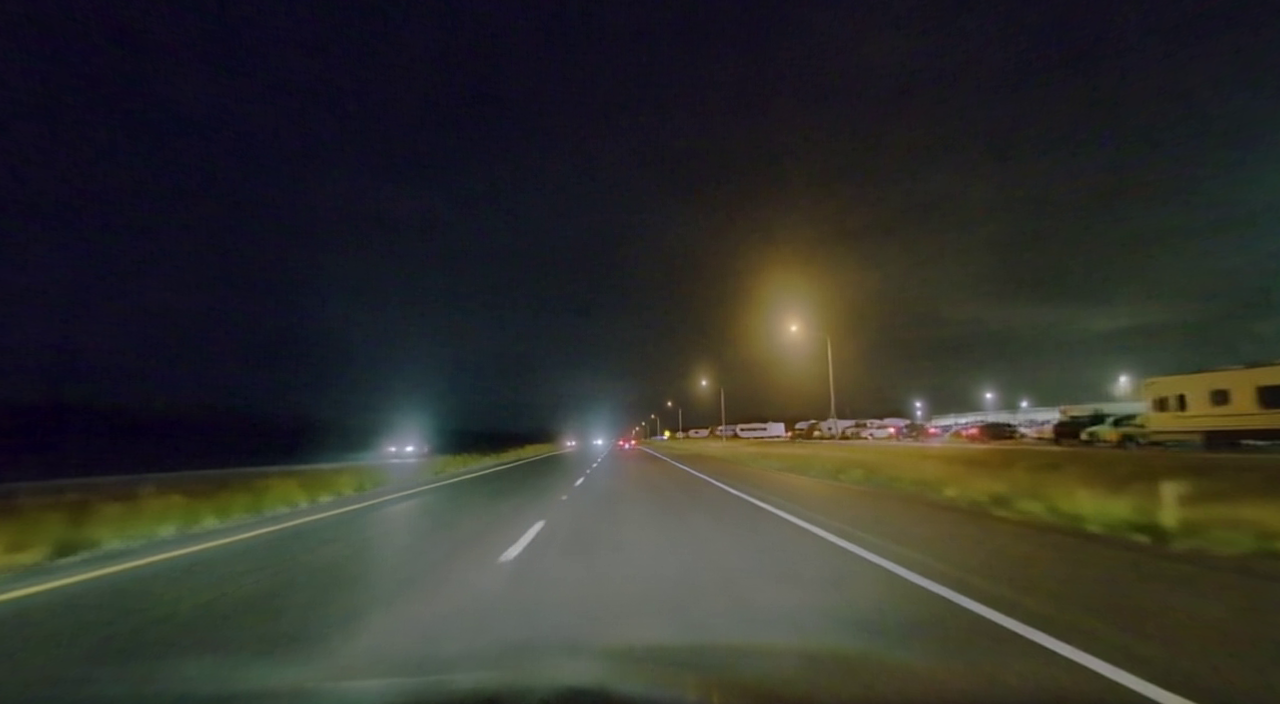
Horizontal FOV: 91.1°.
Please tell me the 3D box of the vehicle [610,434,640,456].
[{"bbox_3d":[-1.113,6.567,44.687,2.037,1.504,4.248,0,-8,-2],"label":"vehicle"}]
